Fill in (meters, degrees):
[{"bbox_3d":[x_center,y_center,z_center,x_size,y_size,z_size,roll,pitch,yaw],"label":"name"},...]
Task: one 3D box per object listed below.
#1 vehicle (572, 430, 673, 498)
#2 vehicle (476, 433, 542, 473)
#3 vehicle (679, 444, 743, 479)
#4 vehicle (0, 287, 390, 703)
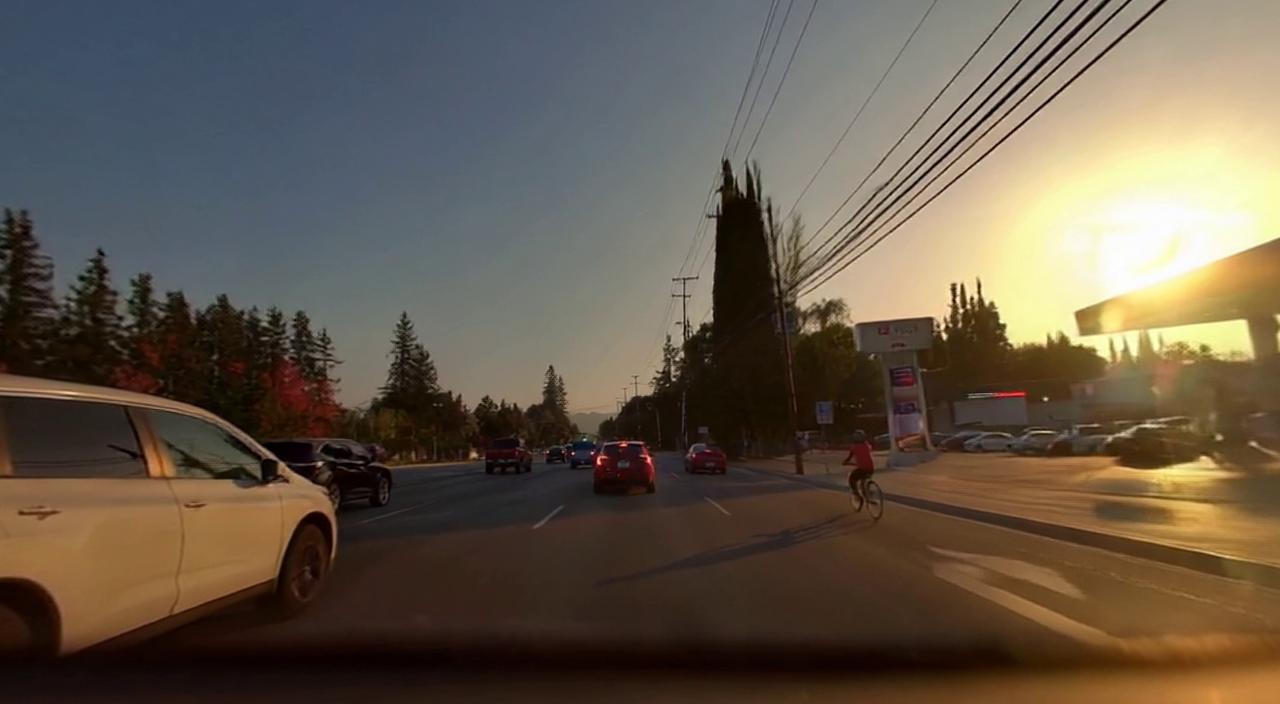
[{"bbox_3d":[-0.393,2.738,15.788,2.189,1.437,4.135,0,-8,0],"label":"vehicle"},{"bbox_3d":[-6.838,5.320,33.529,2.385,1.918,5.056,0,-8,0],"label":"vehicle"},{"bbox_3d":[2.869,4.526,26.448,2.065,1.302,4.416,0,-8,-1],"label":"vehicle"},{"bbox_3d":[-3.036,0.732,2.815,1.922,1.642,4.547,0,-8,1],"label":"vehicle"}]
